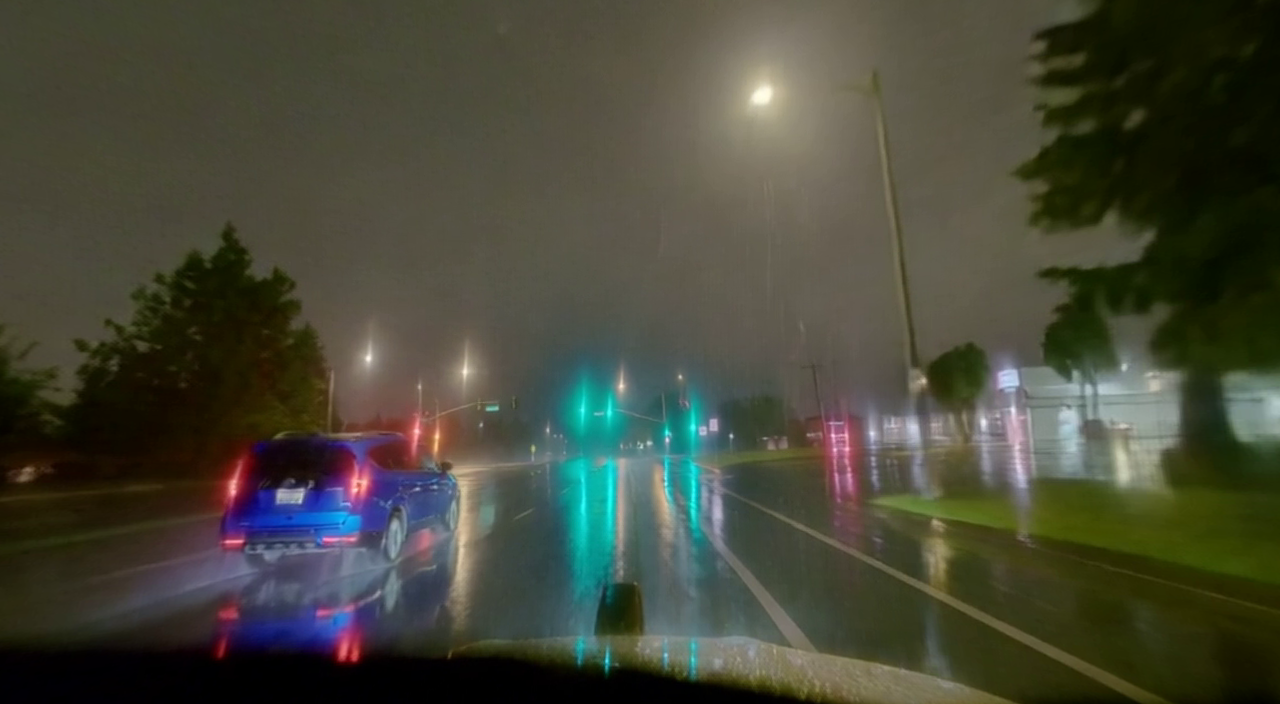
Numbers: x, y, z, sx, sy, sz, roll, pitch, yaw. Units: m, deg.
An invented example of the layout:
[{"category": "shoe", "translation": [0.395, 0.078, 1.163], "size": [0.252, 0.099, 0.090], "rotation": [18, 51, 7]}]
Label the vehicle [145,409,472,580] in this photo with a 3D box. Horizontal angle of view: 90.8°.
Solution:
[{"category": "vehicle", "translation": [-3.993, 1.797, 8.738], "size": [2.121, 1.724, 4.392], "rotation": [0, -9, 0]}]
